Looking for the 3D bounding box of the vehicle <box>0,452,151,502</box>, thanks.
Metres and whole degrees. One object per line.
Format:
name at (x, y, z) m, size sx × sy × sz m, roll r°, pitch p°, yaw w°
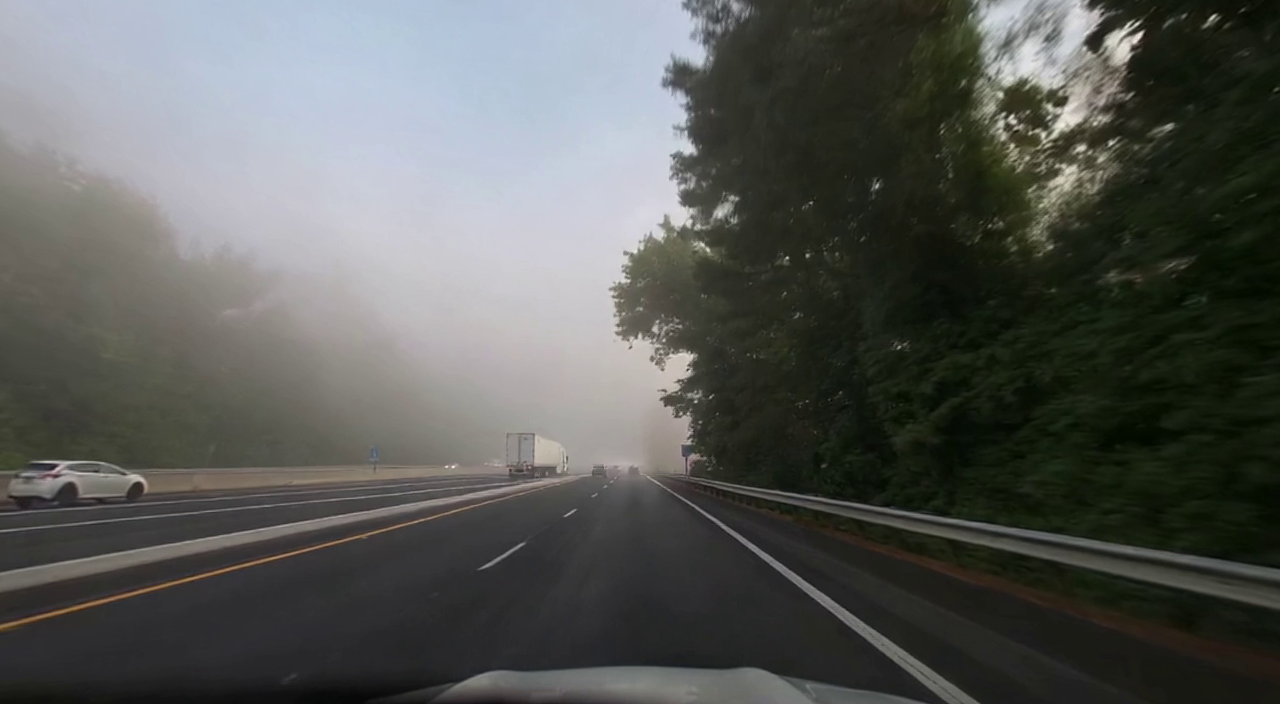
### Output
vehicle at (-18.442, 3.999, 20.334) m, size 1.745 × 1.430 × 4.252 m, roll 0°, pitch -10°, yaw 2°
